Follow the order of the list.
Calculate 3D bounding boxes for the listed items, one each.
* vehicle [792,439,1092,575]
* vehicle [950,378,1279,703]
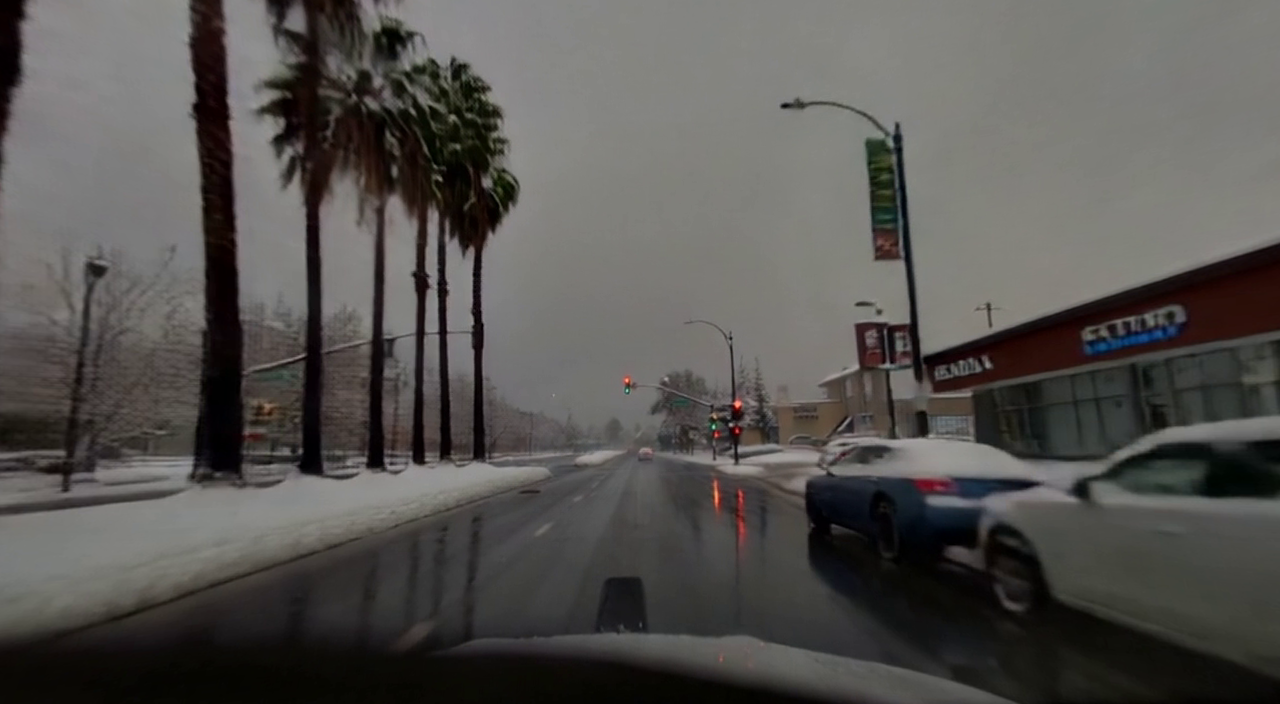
[{"bbox_3d":[4.031,2.093,9.535,2.047,1.491,4.634,1,-7,-3],"label":"vehicle"},{"bbox_3d":[4.027,1.056,3.481,2.089,1.652,4.668,1,-9,-2],"label":"vehicle"}]
